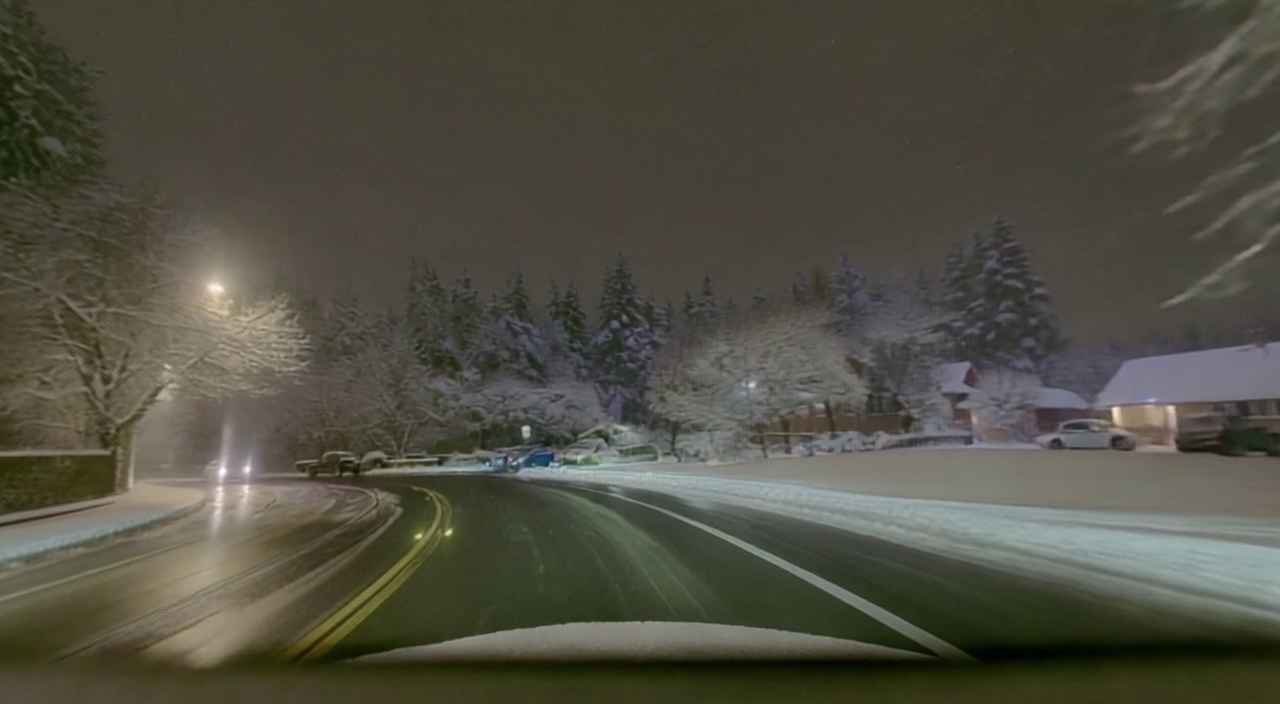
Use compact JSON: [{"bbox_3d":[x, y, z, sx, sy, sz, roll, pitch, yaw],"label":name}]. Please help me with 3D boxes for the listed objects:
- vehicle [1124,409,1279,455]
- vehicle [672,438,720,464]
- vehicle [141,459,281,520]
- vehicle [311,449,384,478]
[{"bbox_3d":[20.002,2.832,22.119,4.462,1.474,1.765,-4,-10,24],"label":"vehicle"},{"bbox_3d":[4.037,6.992,44.863,1.900,1.711,4.666,-4,-9,24],"label":"vehicle"},{"bbox_3d":[-13.390,4.236,20.345,2.772,1.161,7.241,1,-7,-26],"label":"vehicle"},{"bbox_3d":[-20.983,7.940,45.273,5.202,1.817,2.042,-4,-9,30],"label":"vehicle"}]
